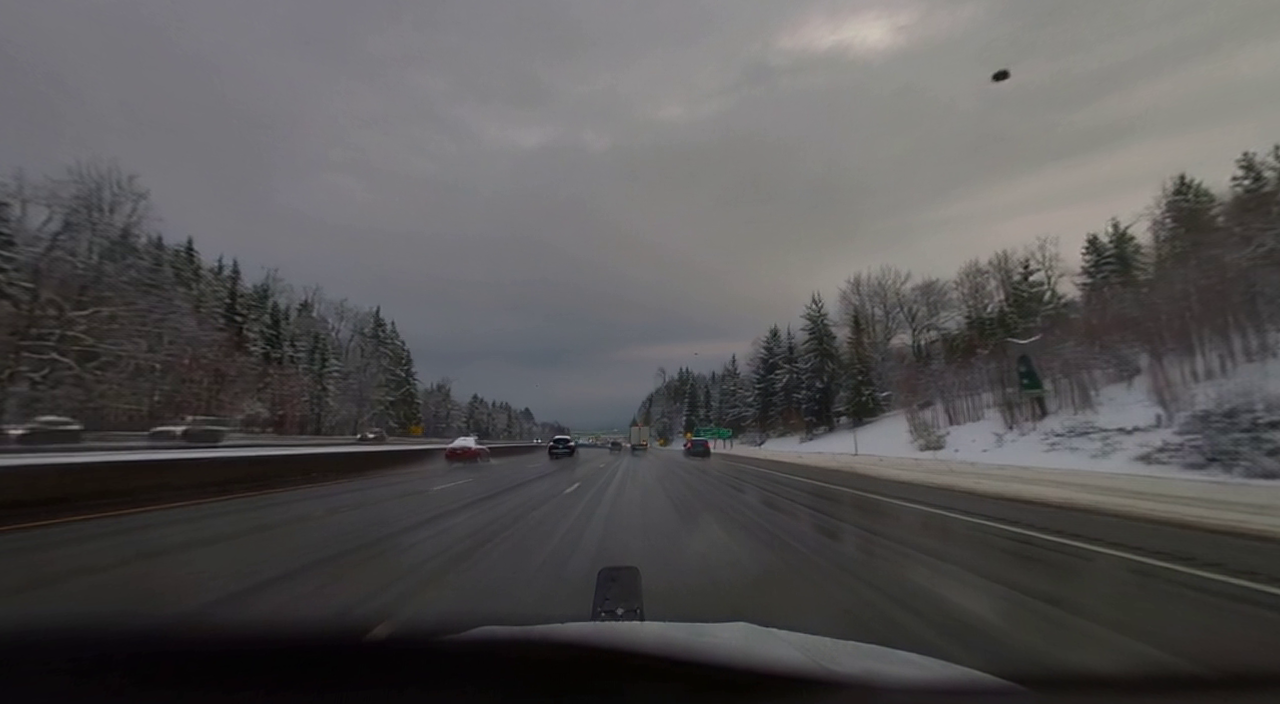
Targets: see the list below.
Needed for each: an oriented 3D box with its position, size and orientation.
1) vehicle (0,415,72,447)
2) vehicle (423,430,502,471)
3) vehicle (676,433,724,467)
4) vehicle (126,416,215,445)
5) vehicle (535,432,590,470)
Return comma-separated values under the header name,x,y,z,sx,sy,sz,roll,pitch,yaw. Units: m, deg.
name,x,y,z,sx,sy,sz,roll,pitch,yaw
vehicle,-35.168,4.410,34.855,2.145,1.679,5.544,0,-9,2
vehicle,-8.082,4.548,29.155,2.237,1.703,4.681,0,-9,0
vehicle,3.179,5.318,34.224,2.053,1.698,4.097,0,-9,-2
vehicle,-27.773,4.714,37.421,1.887,1.573,4.308,0,-9,2
vehicle,-3.595,4.710,29.986,2.002,1.680,4.301,0,-9,0
